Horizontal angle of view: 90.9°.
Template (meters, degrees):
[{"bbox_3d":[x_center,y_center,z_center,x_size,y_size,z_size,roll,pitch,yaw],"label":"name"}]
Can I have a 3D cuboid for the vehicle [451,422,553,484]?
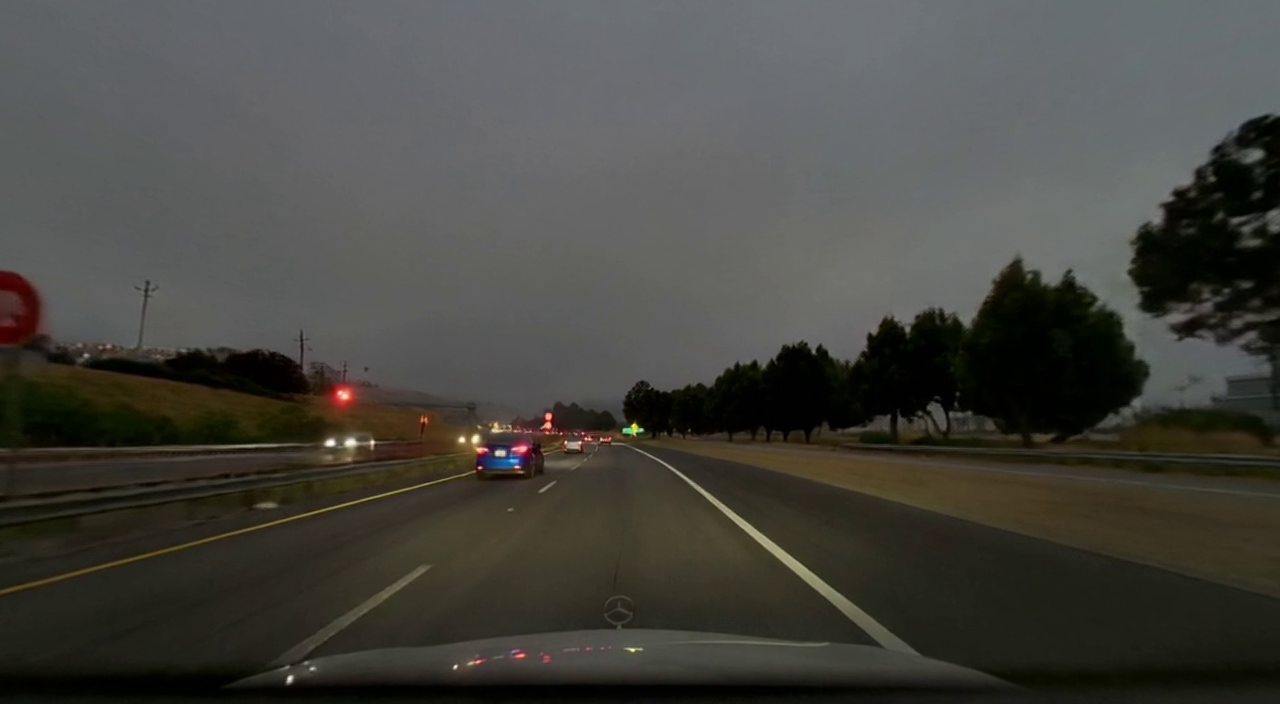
[{"bbox_3d":[-3.944,2.961,18.848,2.047,1.612,4.631,0,-8,-1],"label":"vehicle"}]

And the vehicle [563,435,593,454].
[{"bbox_3d":[-4.460,6.698,45.783,1.874,1.369,3.875,0,-8,-1],"label":"vehicle"}]

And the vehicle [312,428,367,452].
[{"bbox_3d":[-20.565,6.036,43.385,1.885,1.527,4.124,0,-8,-2],"label":"vehicle"}]
